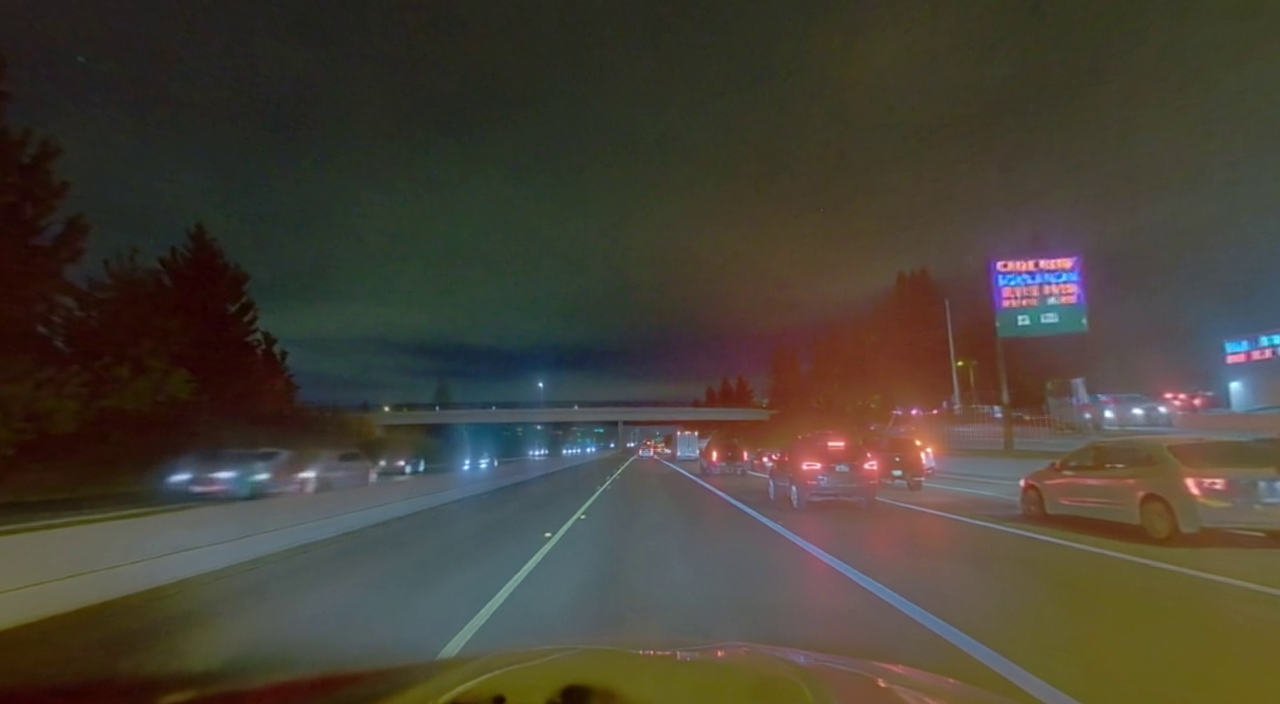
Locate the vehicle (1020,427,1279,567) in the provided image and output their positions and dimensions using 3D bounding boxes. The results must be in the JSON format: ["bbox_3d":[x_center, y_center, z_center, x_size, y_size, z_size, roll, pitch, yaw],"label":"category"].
[{"bbox_3d":[7.731,1.869,8.966,1.919,1.476,4.303,0,-8,0],"label":"vehicle"}]

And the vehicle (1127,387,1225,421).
[{"bbox_3d":[33.718,3.331,39.899,2.131,1.840,4.870,-1,-8,4],"label":"vehicle"}]

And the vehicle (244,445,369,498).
[{"bbox_3d":[-11.626,4.152,22.393,1.894,1.647,4.514,0,-8,1],"label":"vehicle"}]

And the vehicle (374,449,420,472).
[{"bbox_3d":[-19.054,8.545,49.690,1.870,1.672,4.349,0,-8,0],"label":"vehicle"}]

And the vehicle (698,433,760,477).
[{"bbox_3d":[4.092,4.822,29.752,2.086,1.858,4.737,0,-8,-1],"label":"vehicle"}]

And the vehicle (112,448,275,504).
[{"bbox_3d":[-15.208,4.208,21.940,1.968,1.663,5.013,0,-8,1],"label":"vehicle"}]

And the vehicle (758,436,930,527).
[{"bbox_3d":[3.774,2.457,12.631,1.902,1.481,4.451,0,-8,-1],"label":"vehicle"}]
